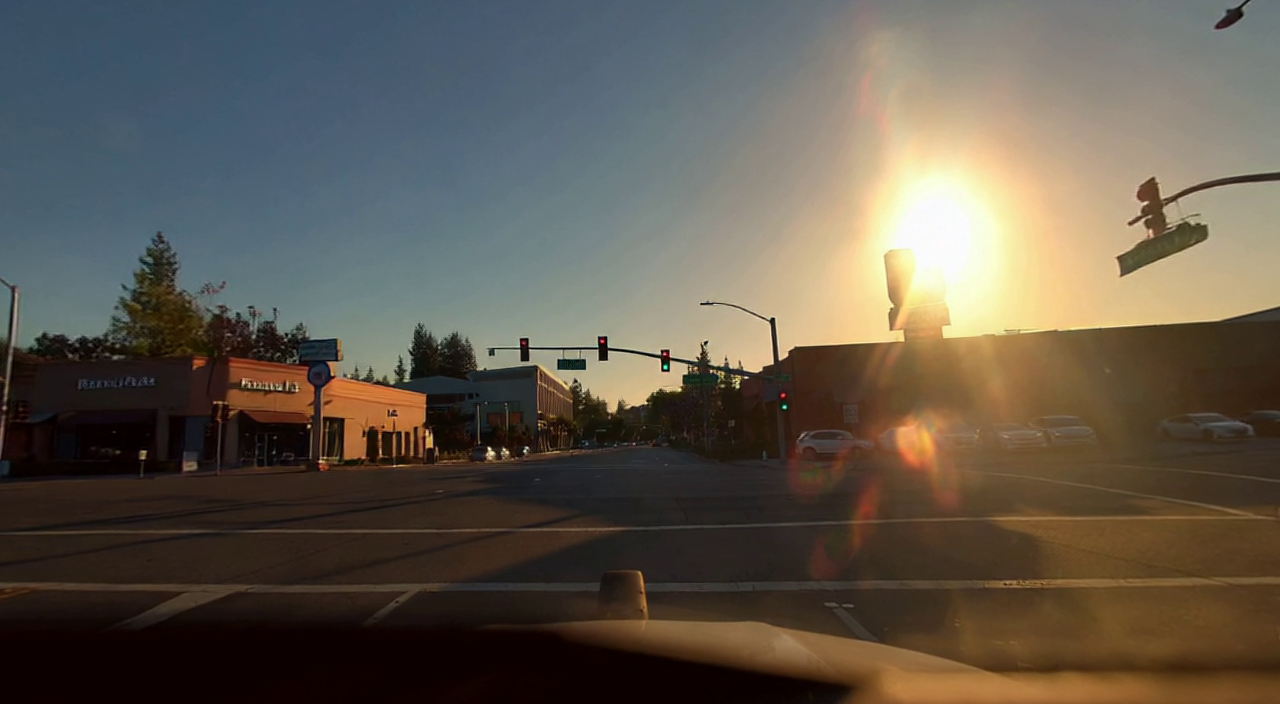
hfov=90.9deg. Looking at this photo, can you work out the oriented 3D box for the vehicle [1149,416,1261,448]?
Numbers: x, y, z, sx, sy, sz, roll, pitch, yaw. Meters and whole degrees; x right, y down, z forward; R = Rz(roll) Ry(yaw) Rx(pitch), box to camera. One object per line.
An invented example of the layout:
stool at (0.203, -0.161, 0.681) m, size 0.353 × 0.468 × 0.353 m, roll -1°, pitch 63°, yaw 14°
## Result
vehicle at (28.267, 4.073, 31.724) m, size 1.799 × 1.459 × 4.266 m, roll 0°, pitch -8°, yaw 3°
